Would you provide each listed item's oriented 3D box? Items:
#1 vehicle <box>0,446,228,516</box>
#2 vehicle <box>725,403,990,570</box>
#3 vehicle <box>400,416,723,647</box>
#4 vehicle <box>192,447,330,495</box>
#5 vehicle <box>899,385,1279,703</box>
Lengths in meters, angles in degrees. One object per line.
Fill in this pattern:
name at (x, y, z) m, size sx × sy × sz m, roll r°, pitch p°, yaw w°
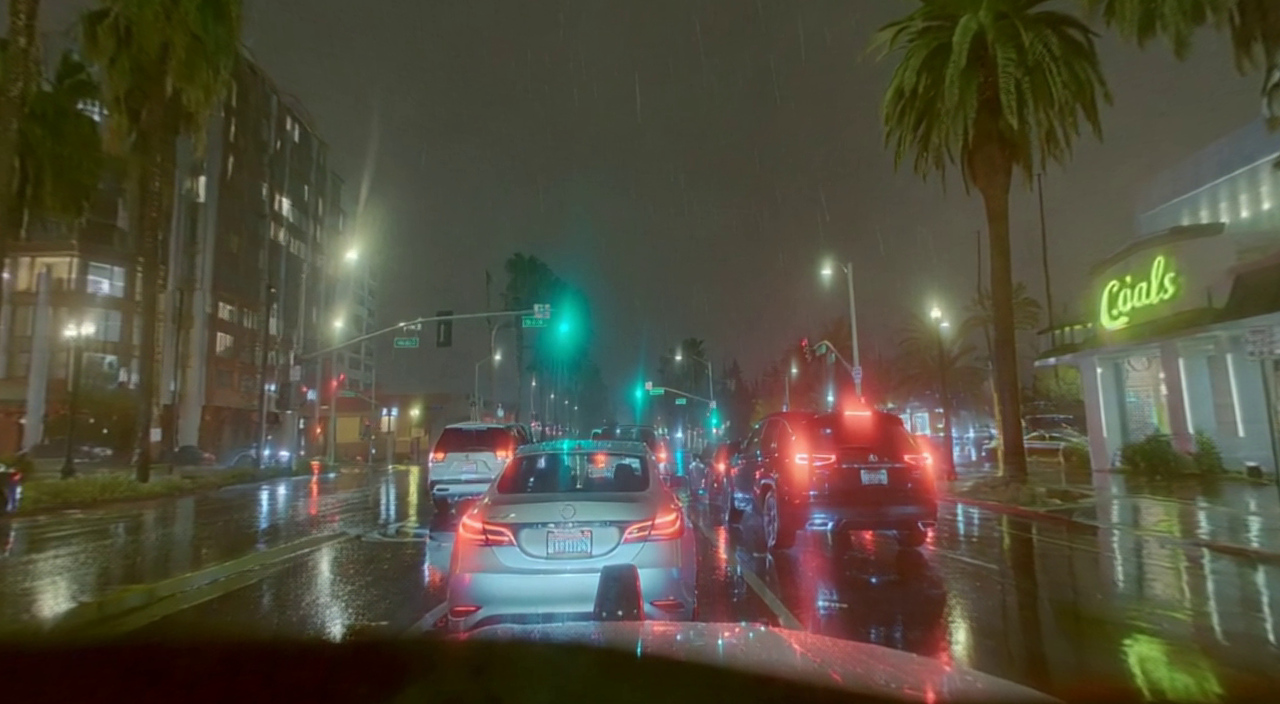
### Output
vehicle at (-12.864, 3.134, 15.938) m, size 1.870 × 1.475 × 4.531 m, roll 0°, pitch -9°, yaw 0°
vehicle at (2.638, 1.770, 9.060) m, size 2.096 × 1.775 × 4.440 m, roll 0°, pitch -9°, yaw -1°
vehicle at (-0.521, 1.478, 6.224) m, size 2.096 × 1.492 × 4.071 m, roll 0°, pitch -9°, yaw 0°
vehicle at (-12.861, 4.026, 21.872) m, size 1.856 × 1.455 × 4.700 m, roll 0°, pitch -9°, yaw 0°
vehicle at (2.622, 0.811, 1.476) m, size 2.085 × 1.469 × 4.458 m, roll 0°, pitch -9°, yaw -1°
